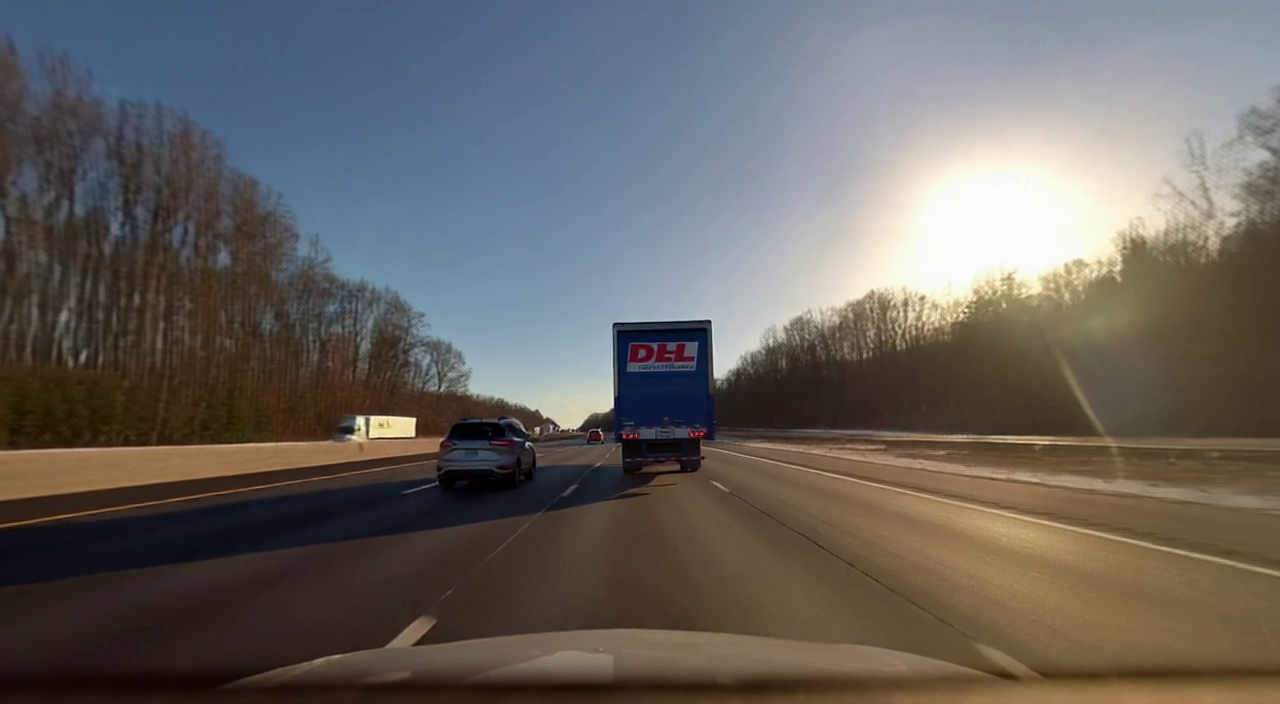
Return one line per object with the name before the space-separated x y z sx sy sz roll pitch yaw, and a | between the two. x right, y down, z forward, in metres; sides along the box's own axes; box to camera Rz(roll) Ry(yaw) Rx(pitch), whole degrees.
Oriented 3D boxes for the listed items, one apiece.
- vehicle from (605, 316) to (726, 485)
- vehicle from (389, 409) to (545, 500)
vehicle | 0.464 1.775 20.230 3.011 4.211 8.926 0 -8 -2
vehicle | -3.827 2.382 15.123 2.394 1.787 5.186 0 -8 -1
